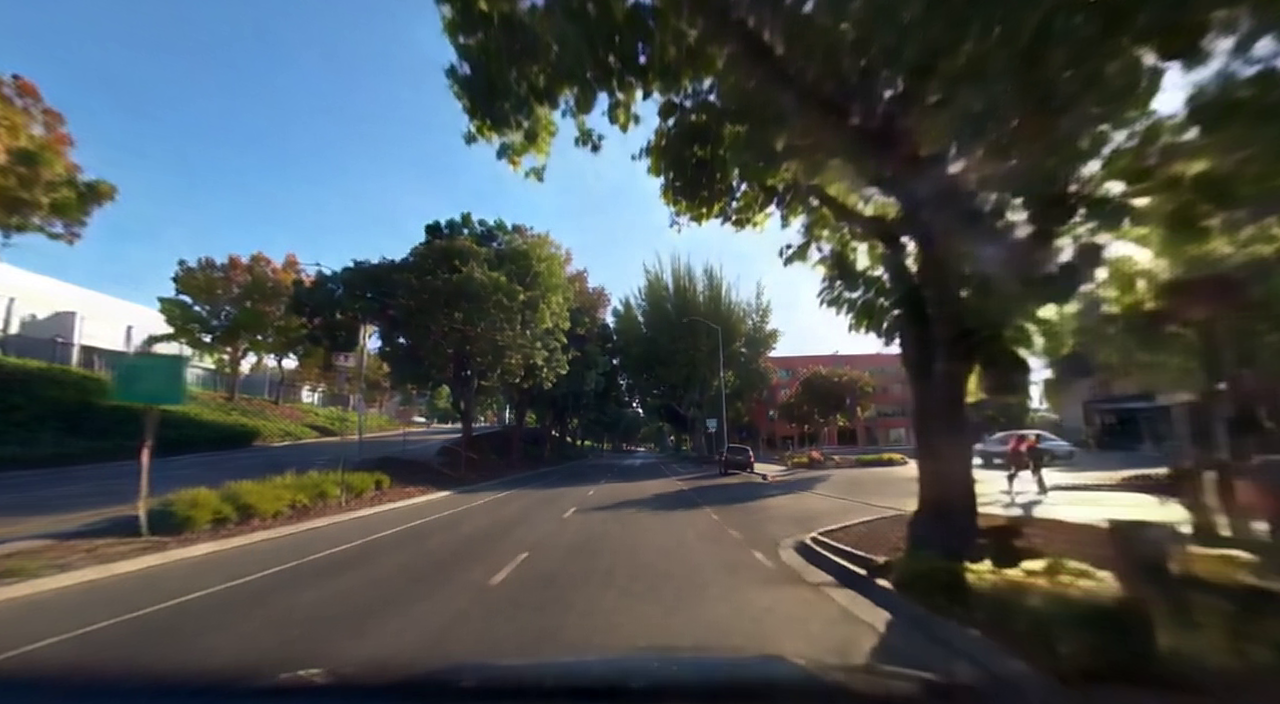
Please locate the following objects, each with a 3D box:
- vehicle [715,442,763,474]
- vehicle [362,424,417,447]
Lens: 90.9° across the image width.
[{"bbox_3d":[6.003,6.483,38.863,2.177,1.788,5.106,0,-8,1],"label":"vehicle"},{"bbox_3d":[-16.958,5.733,42.957,1.960,1.436,4.584,0,-8,-1],"label":"vehicle"}]
